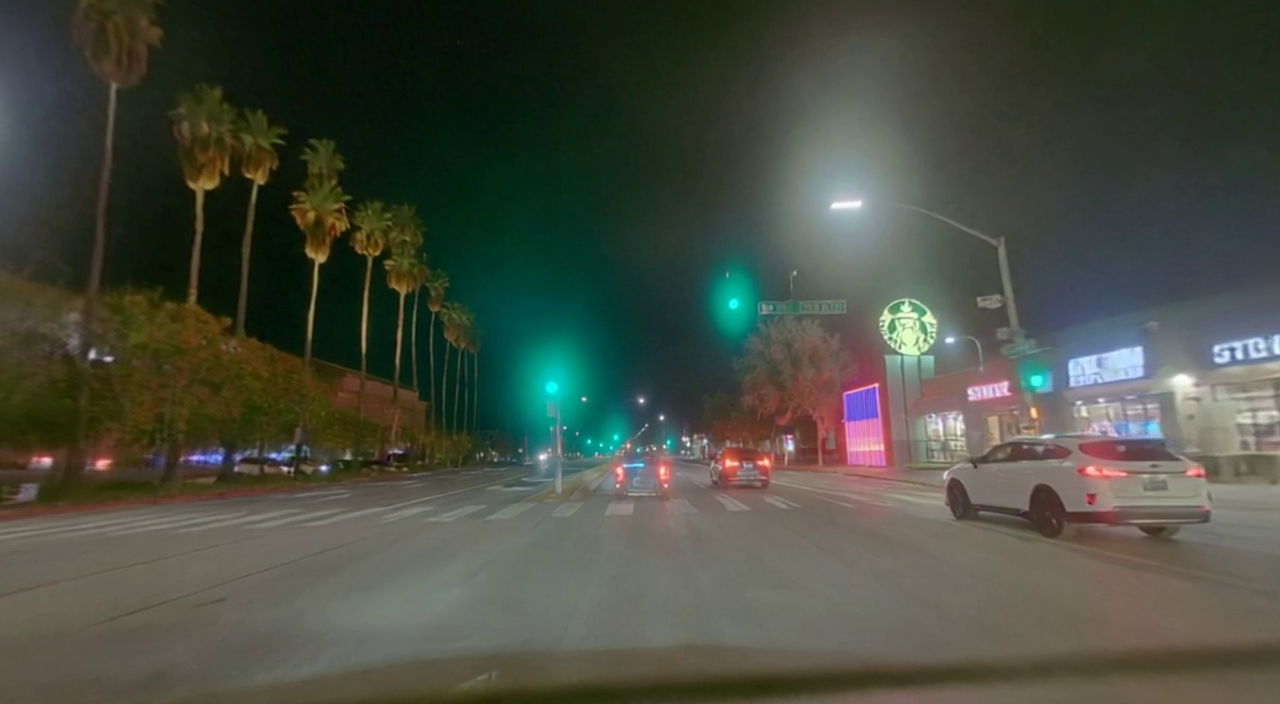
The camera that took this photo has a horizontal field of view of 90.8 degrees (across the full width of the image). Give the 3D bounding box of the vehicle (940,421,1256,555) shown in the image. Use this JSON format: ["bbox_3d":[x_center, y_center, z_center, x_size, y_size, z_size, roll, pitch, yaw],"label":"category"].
[{"bbox_3d":[6.849,2.043,10.174,1.940,1.674,4.085,0,-8,-1],"label":"vehicle"}]

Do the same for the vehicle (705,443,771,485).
[{"bbox_3d":[3.887,4.508,25.708,1.892,1.532,4.177,0,-8,-1],"label":"vehicle"}]

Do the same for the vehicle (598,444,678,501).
[{"bbox_3d":[-0.061,3.468,18.619,2.110,1.487,3.873,0,-8,0],"label":"vehicle"}]
